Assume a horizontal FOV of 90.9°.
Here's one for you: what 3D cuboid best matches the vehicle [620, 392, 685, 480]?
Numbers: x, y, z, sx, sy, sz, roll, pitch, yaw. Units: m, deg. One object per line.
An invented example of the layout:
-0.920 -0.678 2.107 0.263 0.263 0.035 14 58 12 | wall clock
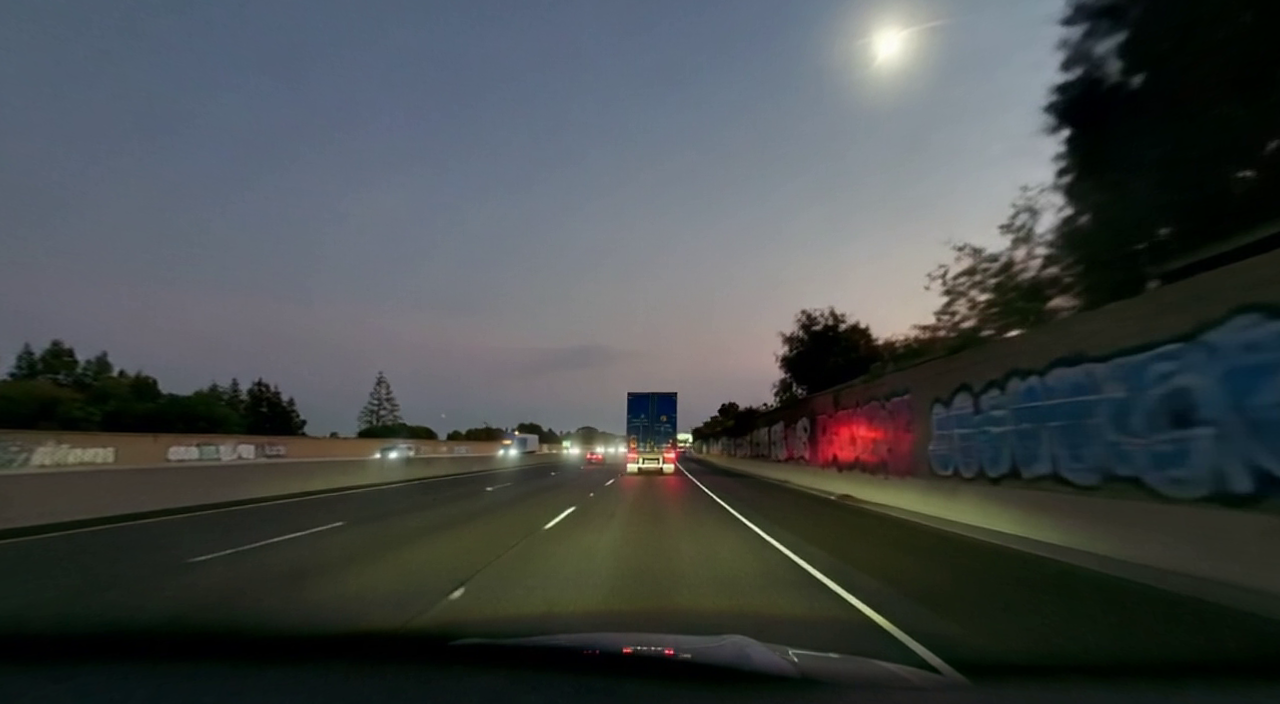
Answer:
0.631 4.732 34.716 2.997 4.069 10.871 0 -9 0 | vehicle
